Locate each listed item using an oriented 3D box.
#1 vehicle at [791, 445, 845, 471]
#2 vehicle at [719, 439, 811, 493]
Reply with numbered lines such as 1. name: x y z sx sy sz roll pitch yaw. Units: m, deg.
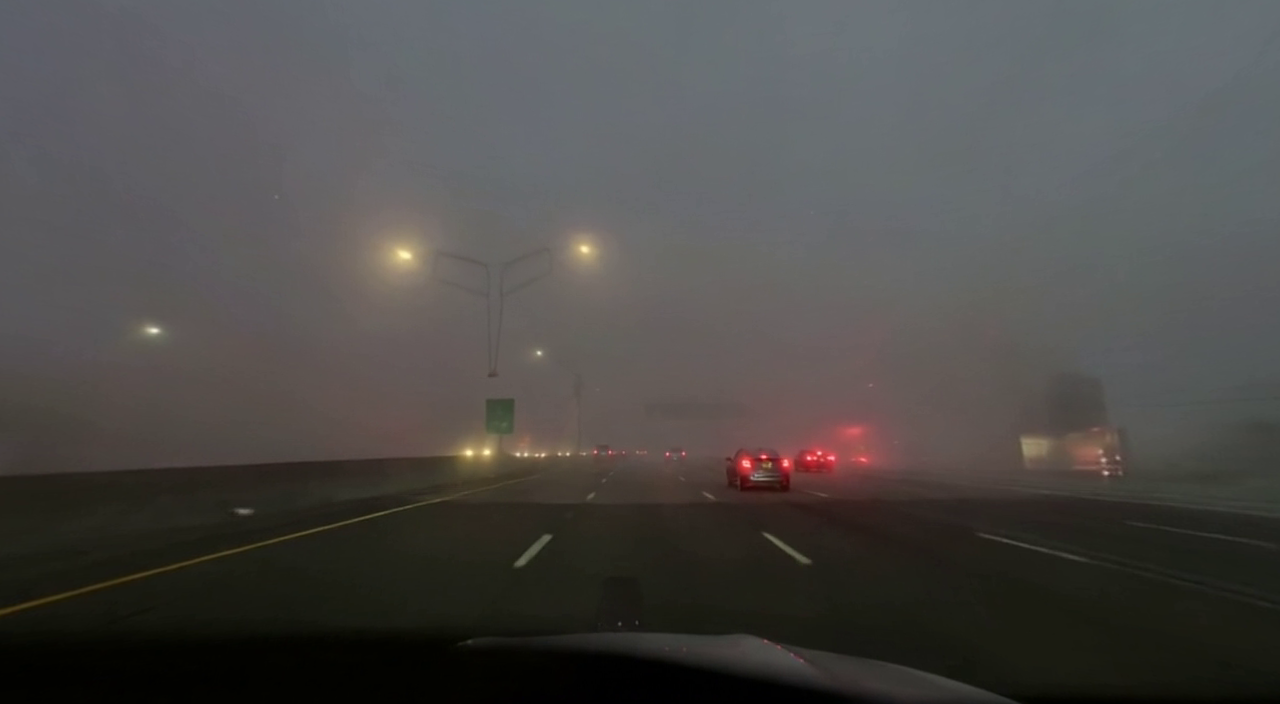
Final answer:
1. vehicle: 11.045 6.583 39.427 2.019 1.529 4.385 0 -8 -1
2. vehicle: 3.812 3.549 20.000 1.961 1.504 4.094 0 -8 -1
